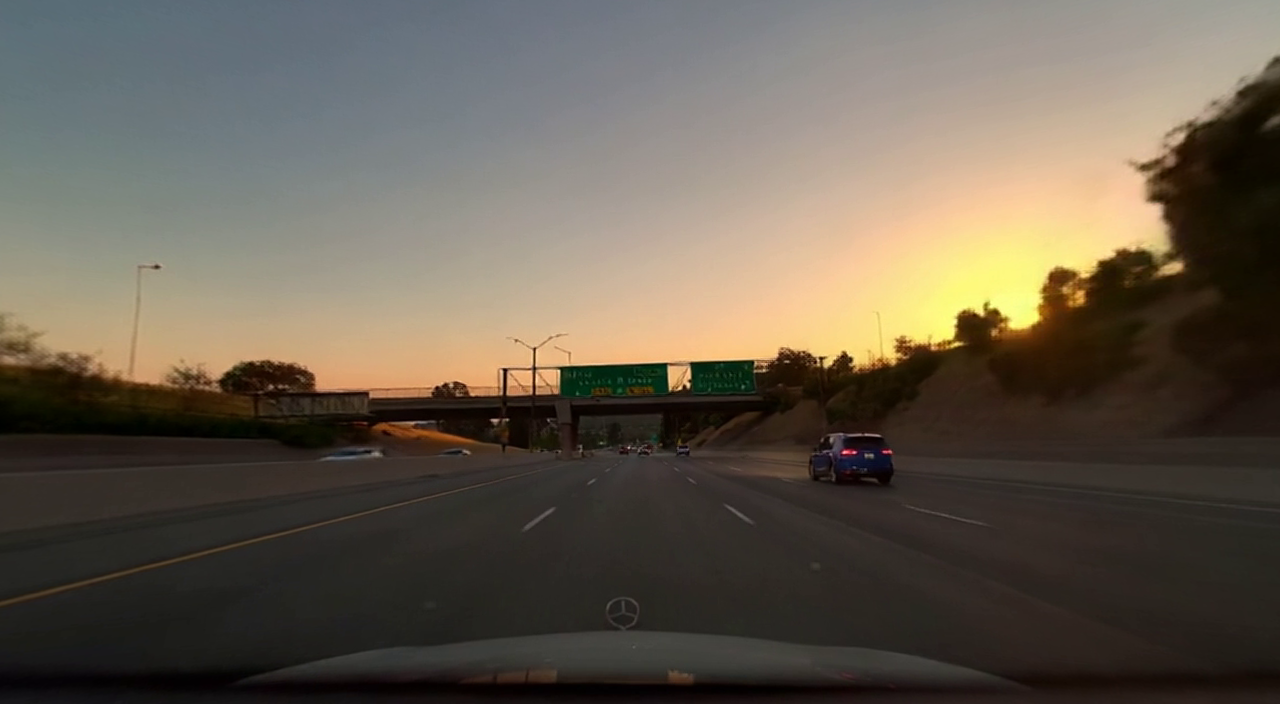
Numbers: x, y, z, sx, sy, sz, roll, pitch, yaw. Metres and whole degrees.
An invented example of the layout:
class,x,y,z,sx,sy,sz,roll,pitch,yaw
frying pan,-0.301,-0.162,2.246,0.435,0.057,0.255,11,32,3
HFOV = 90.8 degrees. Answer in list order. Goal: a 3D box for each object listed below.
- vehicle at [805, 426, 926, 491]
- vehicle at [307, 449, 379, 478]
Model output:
class,x,y,z,sx,sy,sz,roll,pitch,yaw
vehicle,7.294,3.511,21.079,2.222,1.899,4.595,0,-9,-1
vehicle,-17.638,6.614,37.754,1.976,1.606,4.626,0,-9,0
